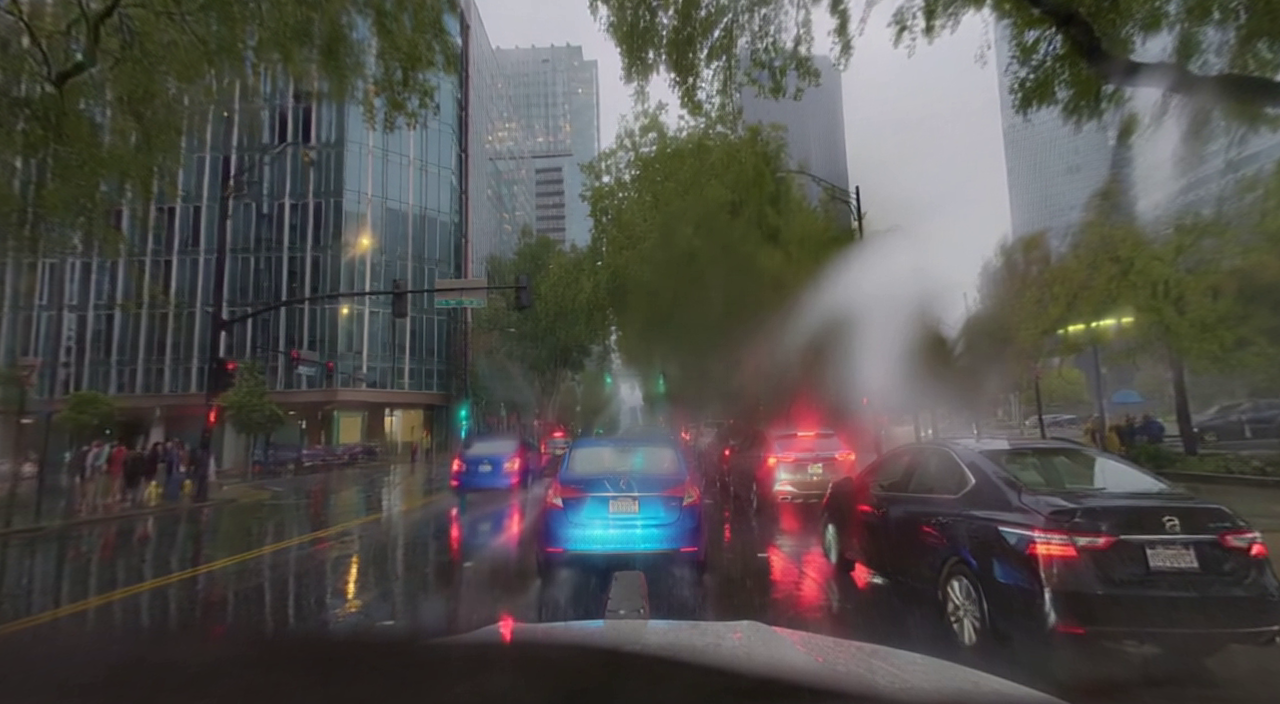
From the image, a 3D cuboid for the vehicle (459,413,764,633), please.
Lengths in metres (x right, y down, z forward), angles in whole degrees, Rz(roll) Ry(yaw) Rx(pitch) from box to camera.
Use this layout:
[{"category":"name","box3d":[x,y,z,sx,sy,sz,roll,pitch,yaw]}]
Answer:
[{"category":"vehicle","box3d":[-0.270,1.464,6.392,2.072,1.476,4.078,0,-8,-2]}]

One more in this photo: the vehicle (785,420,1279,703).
[{"category":"vehicle","box3d":[2.747,1.406,5.439,1.952,1.464,4.165,0,-8,-1]}]

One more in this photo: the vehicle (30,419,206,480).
[{"category":"vehicle","box3d":[-26.747,5.012,32.372,6.756,2.955,2.367,0,-8,0]}]

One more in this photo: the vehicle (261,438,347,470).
[{"category":"vehicle","box3d":[-20.507,6.207,38.358,4.294,1.819,2.043,-3,-9,17]}]
